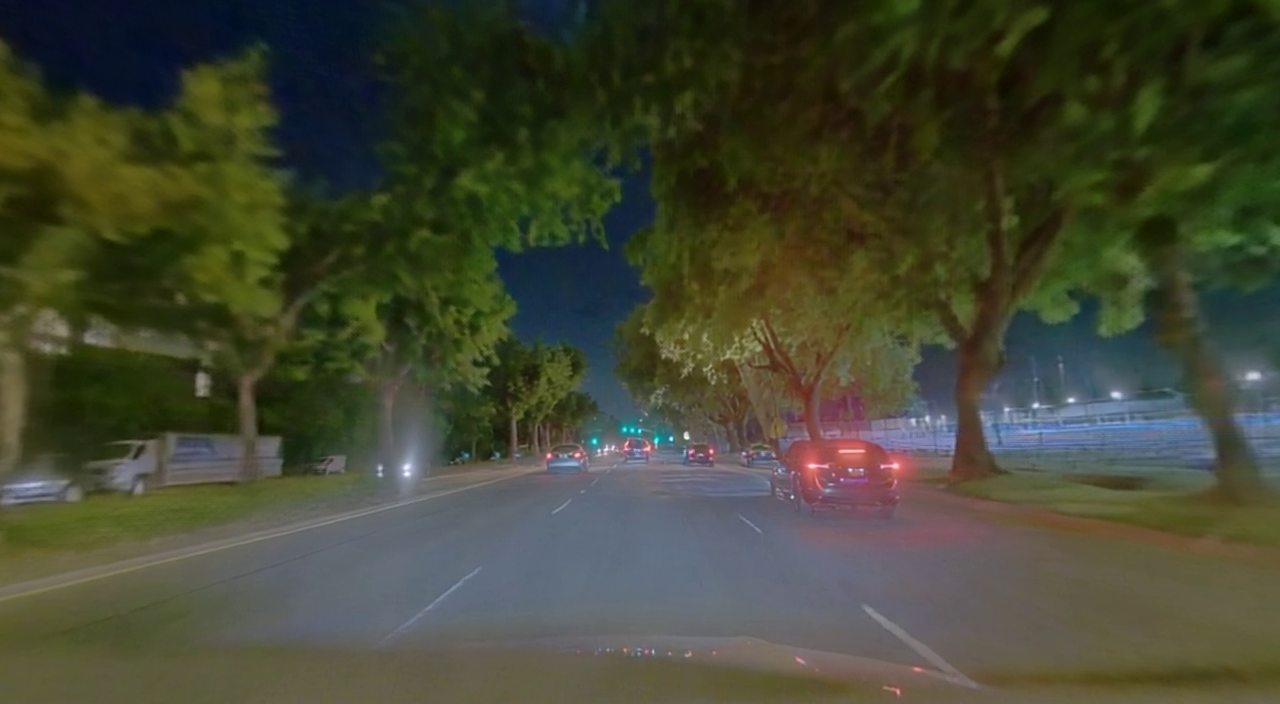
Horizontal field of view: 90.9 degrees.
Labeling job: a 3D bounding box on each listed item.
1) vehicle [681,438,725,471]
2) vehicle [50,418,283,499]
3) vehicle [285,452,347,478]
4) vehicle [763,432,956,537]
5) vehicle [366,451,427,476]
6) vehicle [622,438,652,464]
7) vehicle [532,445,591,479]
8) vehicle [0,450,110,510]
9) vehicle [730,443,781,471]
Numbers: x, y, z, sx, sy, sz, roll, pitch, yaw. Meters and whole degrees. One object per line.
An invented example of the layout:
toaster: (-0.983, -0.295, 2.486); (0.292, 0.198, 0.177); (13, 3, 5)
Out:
vehicle: (3.449, 5.720, 35.298); (1.980, 1.709, 4.367); (0, -8, -1)
vehicle: (-22.487, 5.164, 31.370); (2.816, 3.267, 11.356); (0, -8, 0)
vehicle: (-22.718, 7.932, 44.433); (1.976, 1.697, 4.738); (0, -8, -2)
vehicle: (3.613, 2.239, 11.327); (1.919, 1.502, 4.232); (0, -8, 0)
vehicle: (-15.679, 7.167, 40.891); (2.046, 1.482, 4.697); (0, -8, 0)
vehicle: (-0.277, 7.816, 49.836); (2.247, 1.882, 4.603); (0, -8, -1)
vehicle: (-3.258, 4.645, 26.922); (2.013, 1.354, 3.908); (0, -8, 0)
vehicle: (-22.382, 4.554, 22.525); (2.159, 1.908, 5.564); (-2, -8, -1)
vehicle: (6.818, 6.227, 37.661); (2.040, 1.509, 4.618); (0, -8, -2)
